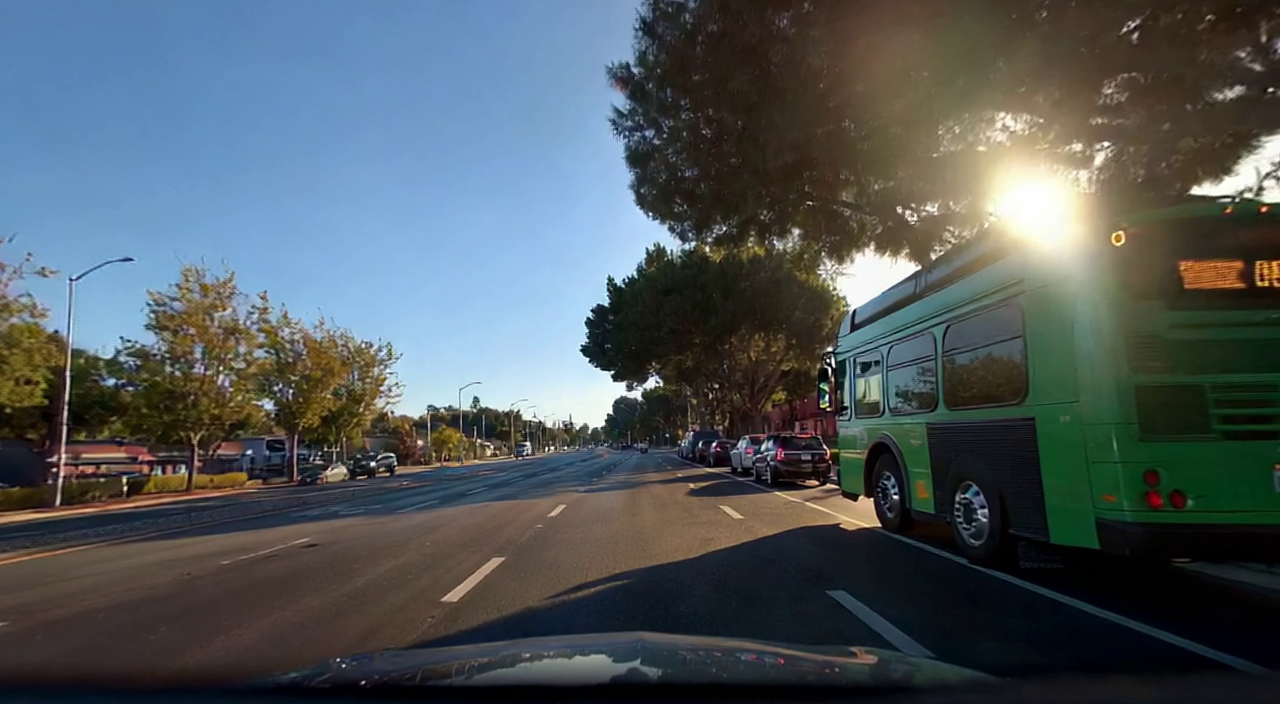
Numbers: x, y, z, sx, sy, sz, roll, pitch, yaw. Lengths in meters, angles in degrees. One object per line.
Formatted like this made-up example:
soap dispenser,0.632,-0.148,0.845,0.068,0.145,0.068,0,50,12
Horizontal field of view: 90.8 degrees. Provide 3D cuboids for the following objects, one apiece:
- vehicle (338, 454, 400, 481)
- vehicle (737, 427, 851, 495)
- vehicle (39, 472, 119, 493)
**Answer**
vehicle,-19.633,8.375,46.025,2.166,1.804,4.897,-1,-8,3
vehicle,4.405,3.214,18.989,2.094,1.731,4.763,0,-8,-1
vehicle,-42.276,9.831,47.653,4.357,1.435,1.816,0,-9,3
